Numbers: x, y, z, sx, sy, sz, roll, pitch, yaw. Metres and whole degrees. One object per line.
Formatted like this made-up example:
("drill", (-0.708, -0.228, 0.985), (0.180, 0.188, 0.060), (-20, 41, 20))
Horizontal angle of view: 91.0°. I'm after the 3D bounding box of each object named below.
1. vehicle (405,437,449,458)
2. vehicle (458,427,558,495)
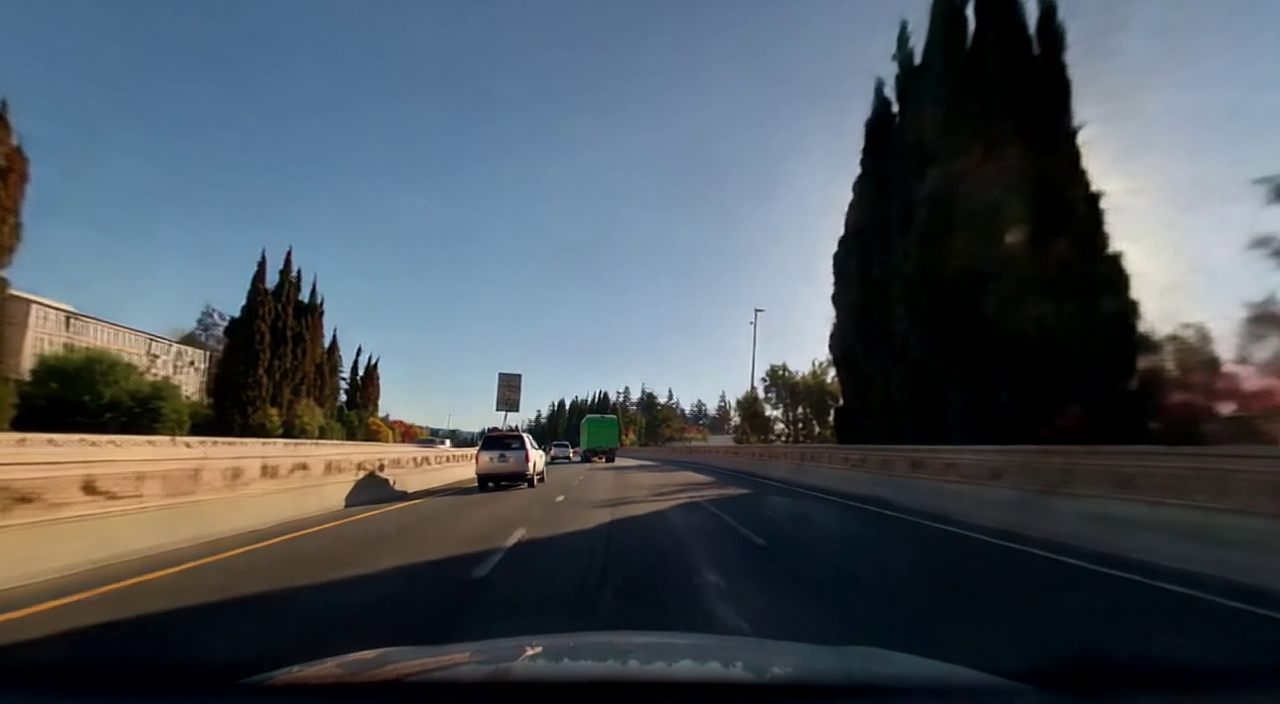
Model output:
("vehicle", (-15.539, 7.004, 46.231), (1.953, 1.501, 4.268), (1, -9, -3))
("vehicle", (-3.688, 3.149, 18.528), (2.041, 1.734, 4.391), (0, -9, -1))
